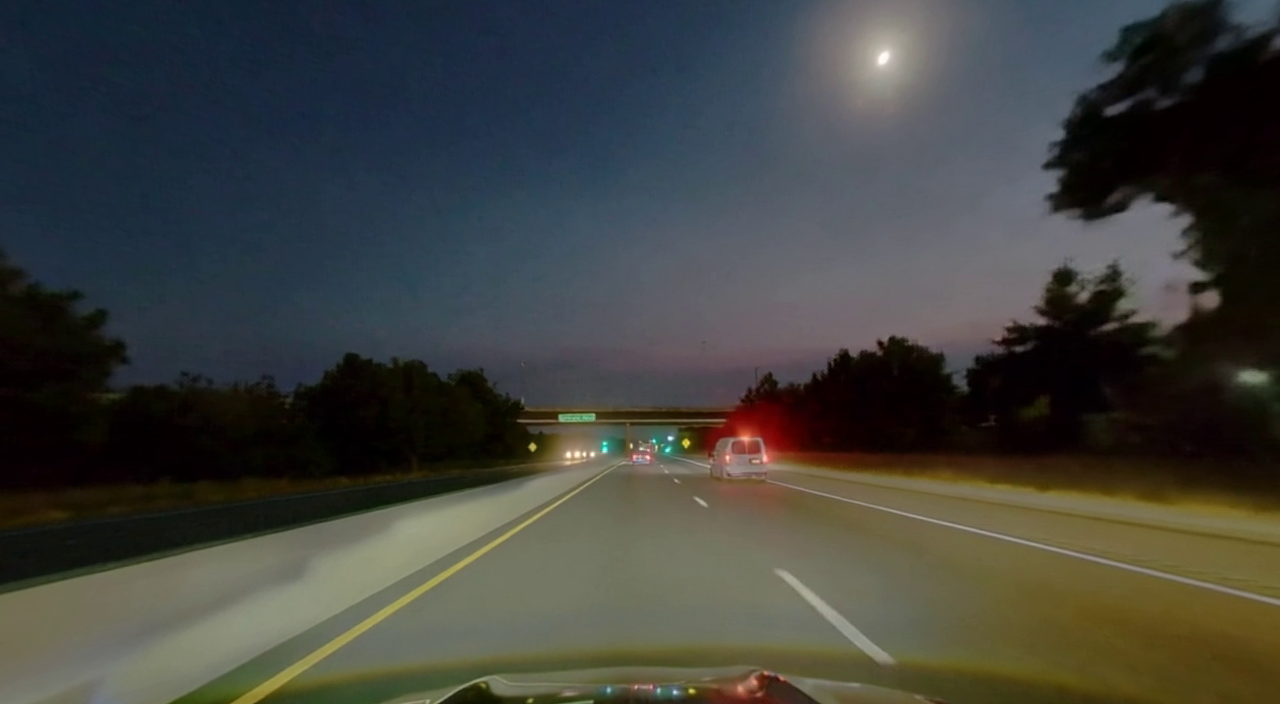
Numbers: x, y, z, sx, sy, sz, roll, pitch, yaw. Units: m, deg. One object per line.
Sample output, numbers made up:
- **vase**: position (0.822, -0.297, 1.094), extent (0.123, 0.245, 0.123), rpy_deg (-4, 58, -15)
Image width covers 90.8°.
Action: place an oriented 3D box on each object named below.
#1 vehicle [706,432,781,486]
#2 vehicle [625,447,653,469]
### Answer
- **vehicle**: position (4.125, 4.417, 26.236), extent (2.152, 1.998, 5.380), rpy_deg (0, -9, -1)
- **vehicle**: position (-0.020, 8.049, 48.031), extent (2.013, 1.584, 3.995), rpy_deg (0, -9, 1)
